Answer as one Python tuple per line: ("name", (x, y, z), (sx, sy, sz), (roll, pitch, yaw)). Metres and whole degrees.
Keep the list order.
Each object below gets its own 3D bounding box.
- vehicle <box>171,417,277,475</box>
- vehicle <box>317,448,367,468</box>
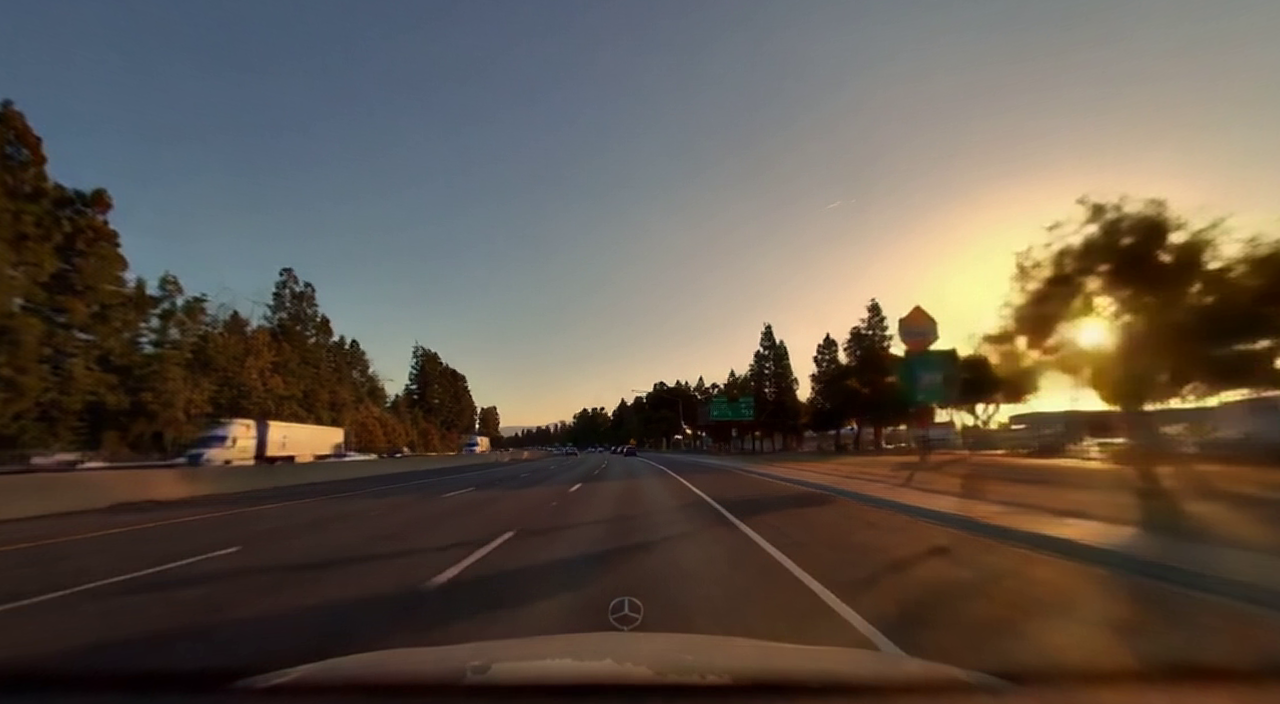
("vehicle", (-30.275, 6.882, 46.343), (3.007, 3.915, 7.091), (0, -8, -2))
("vehicle", (-23.523, 8.339, 49.928), (2.024, 1.476, 4.199), (0, -8, -2))
